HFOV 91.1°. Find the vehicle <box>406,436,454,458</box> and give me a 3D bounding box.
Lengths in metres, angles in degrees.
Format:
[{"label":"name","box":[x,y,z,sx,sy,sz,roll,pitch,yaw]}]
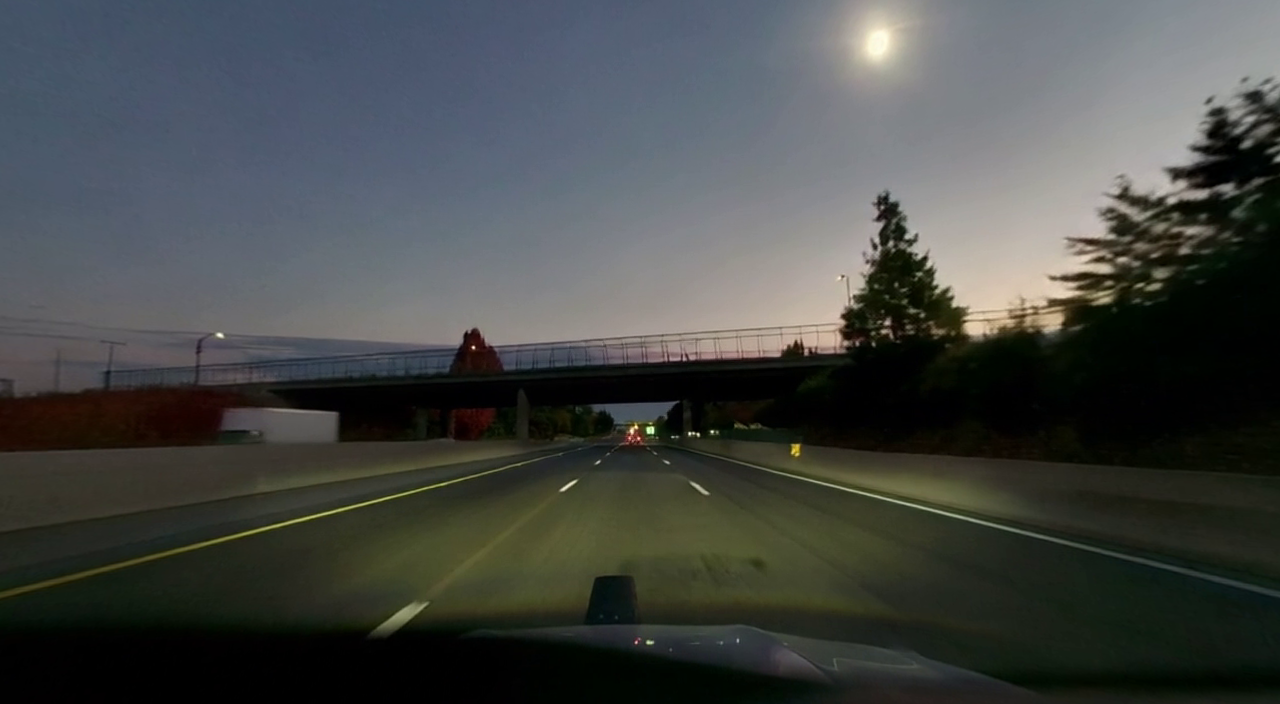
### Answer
[{"label":"vehicle","box":[-14.778,6.685,44.515,1.875,1.483,4.517,0,-8,-1]}]
